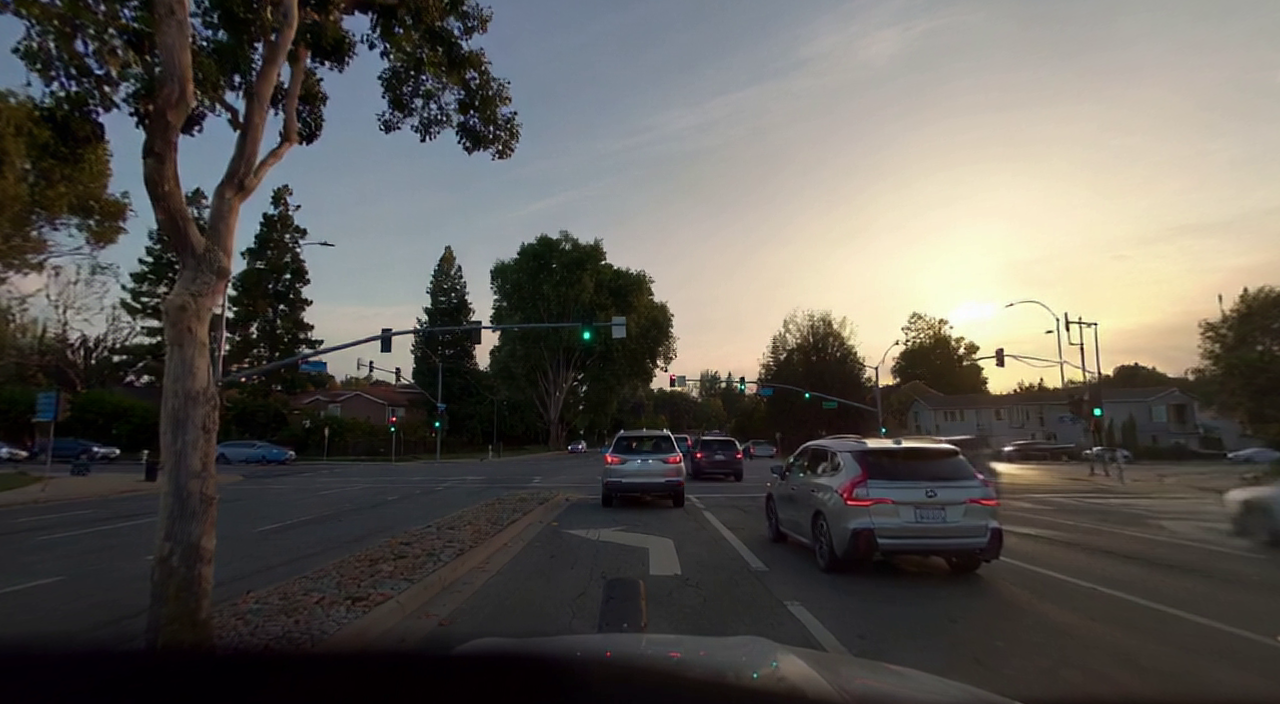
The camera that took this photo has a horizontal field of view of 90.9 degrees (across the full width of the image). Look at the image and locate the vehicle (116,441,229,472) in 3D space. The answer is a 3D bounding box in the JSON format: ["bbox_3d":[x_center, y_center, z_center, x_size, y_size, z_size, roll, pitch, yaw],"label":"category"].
[{"bbox_3d":[-26.346,5.888,35.634,4.724,1.630,1.968,0,-8,-3],"label":"vehicle"}]

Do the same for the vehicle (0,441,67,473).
[{"bbox_3d":[-35.038,5.780,34.937,4.465,1.693,1.959,2,-9,-1],"label":"vehicle"}]

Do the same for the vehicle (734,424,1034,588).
[{"bbox_3d":[2.568,1.741,8.038,2.009,1.480,4.423,0,-8,-1],"label":"vehicle"}]

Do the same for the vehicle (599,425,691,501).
[{"bbox_3d":[0.073,2.837,16.488,2.099,1.705,4.020,0,-8,-1],"label":"vehicle"}]

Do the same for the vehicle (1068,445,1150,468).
[{"bbox_3d":[33.097,7.362,44.505,4.215,1.618,1.949,0,-8,-2],"label":"vehicle"}]

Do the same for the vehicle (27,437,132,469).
[{"bbox_3d":[-36.856,6.630,41.531,4.771,1.778,2.032,3,-8,-3],"label":"vehicle"}]
